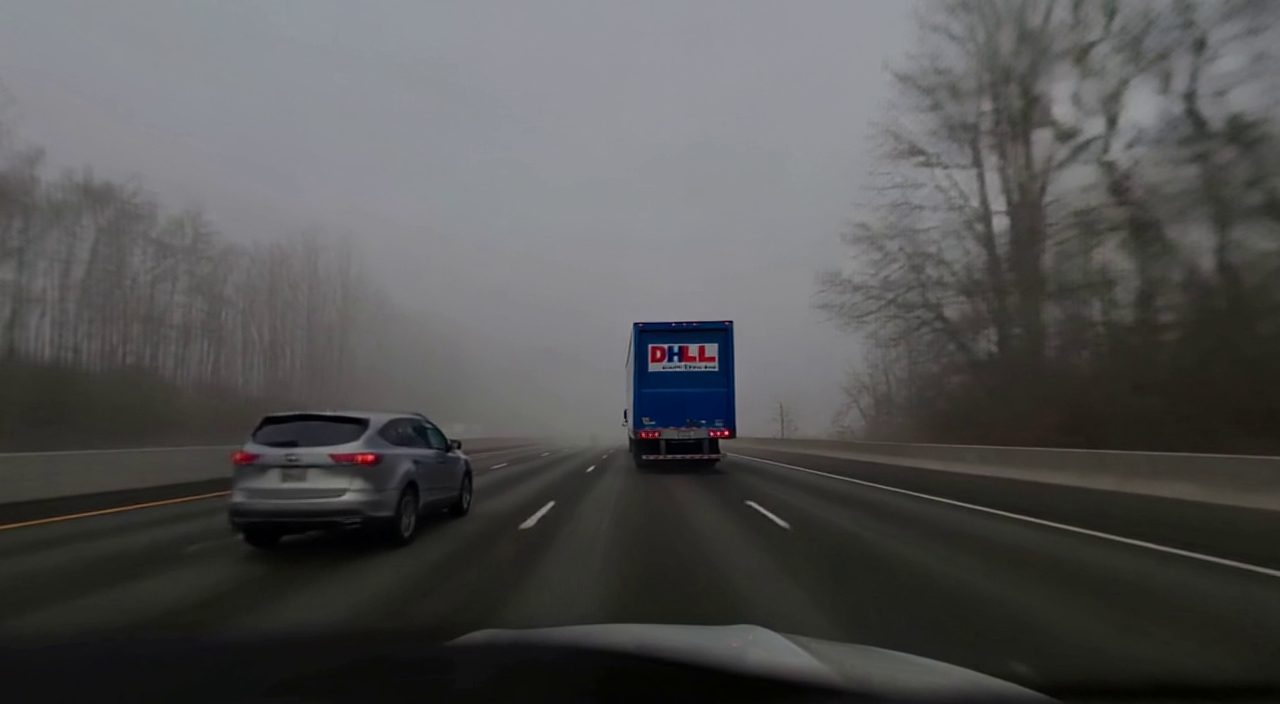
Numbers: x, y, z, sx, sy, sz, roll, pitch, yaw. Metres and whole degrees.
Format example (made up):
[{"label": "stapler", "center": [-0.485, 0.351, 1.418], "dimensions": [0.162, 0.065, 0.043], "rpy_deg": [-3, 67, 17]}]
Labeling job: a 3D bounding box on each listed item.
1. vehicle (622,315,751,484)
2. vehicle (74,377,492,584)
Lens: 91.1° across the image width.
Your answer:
[{"label": "vehicle", "center": [1.018, 1.745, 20.153], "dimensions": [3.011, 4.211, 8.926], "rpy_deg": [0, -8, -3]}, {"label": "vehicle", "center": [-3.706, 1.457, 8.112], "dimensions": [2.394, 1.787, 5.186], "rpy_deg": [0, -8, -1]}]
